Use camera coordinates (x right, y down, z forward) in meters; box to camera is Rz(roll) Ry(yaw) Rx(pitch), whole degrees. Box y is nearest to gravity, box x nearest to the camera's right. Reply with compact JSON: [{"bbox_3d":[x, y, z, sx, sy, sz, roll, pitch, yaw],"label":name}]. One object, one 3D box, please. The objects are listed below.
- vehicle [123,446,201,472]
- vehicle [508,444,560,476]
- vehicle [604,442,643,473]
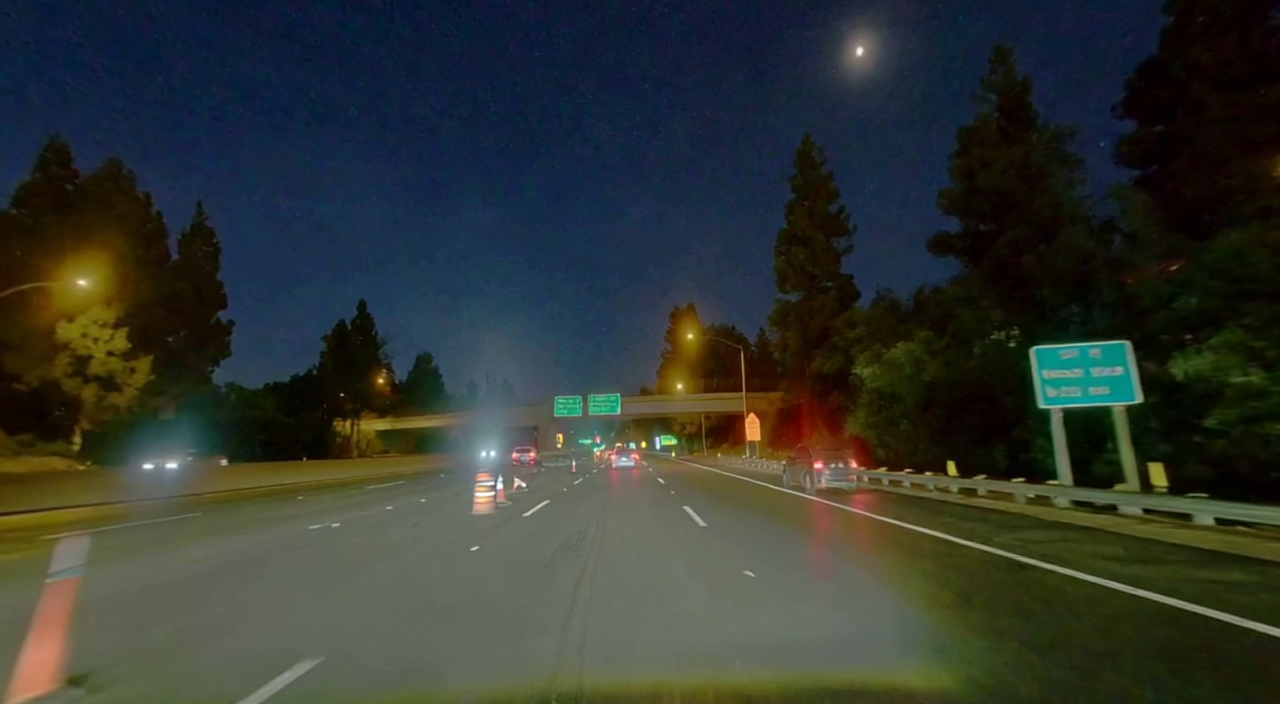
[{"bbox_3d":[-33.998,7.572,45.116,1.960,1.731,4.657,0,-9,-1],"label":"vehicle"},{"bbox_3d":[-5.373,5.539,32.533,1.997,1.507,4.248,0,-9,-1],"label":"vehicle"},{"bbox_3d":[-0.933,5.985,36.127,2.109,1.638,3.856,0,-9,-1],"label":"vehicle"}]
